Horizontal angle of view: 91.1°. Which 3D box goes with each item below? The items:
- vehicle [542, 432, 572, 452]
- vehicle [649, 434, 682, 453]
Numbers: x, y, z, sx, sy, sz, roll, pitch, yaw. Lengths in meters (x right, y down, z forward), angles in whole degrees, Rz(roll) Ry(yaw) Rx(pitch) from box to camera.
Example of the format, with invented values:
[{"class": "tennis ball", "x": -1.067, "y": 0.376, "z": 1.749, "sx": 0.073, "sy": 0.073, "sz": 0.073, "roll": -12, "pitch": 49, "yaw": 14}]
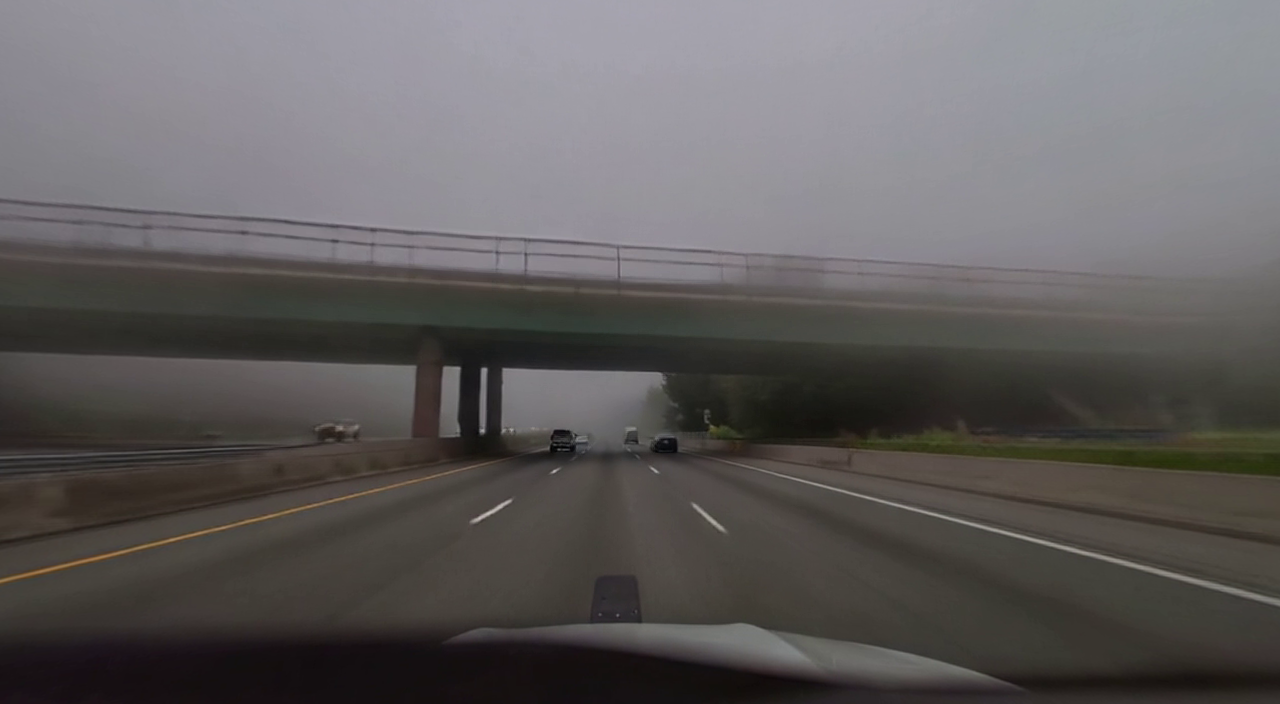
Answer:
[{"class": "vehicle", "x": -6.320, "y": 6.877, "z": 48.134, "sx": 1.966, "sy": 1.460, "sz": 3.519, "roll": 0, "pitch": -8, "yaw": -2}, {"class": "vehicle", "x": 1.774, "y": 6.486, "z": 44.722, "sx": 1.999, "sy": 1.329, "sz": 3.913, "roll": 1, "pitch": -8, "yaw": -3}]
